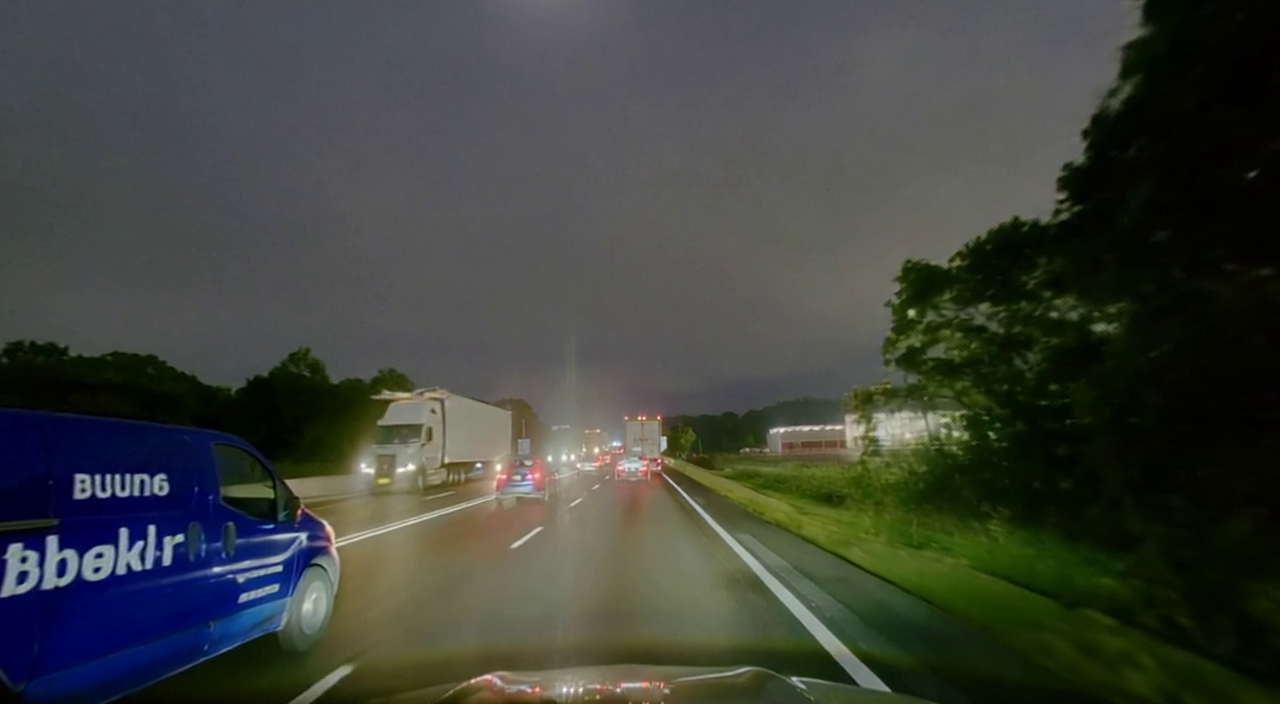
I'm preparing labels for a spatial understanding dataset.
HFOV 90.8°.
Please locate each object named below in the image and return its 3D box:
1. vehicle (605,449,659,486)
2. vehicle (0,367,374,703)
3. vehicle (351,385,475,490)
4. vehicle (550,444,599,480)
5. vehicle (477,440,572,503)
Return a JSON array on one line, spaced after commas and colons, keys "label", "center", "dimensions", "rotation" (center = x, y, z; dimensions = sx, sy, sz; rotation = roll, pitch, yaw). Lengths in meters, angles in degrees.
[{"label": "vehicle", "center": [-0.323, 4.781, 26.500], "dimensions": [2.095, 1.393, 3.908], "rotation": [0, -9, -1]}, {"label": "vehicle", "center": [-3.339, 1.035, 3.064], "dimensions": [2.117, 1.688, 4.582], "rotation": [0, -9, -1]}, {"label": "vehicle", "center": [-9.900, 3.900, 28.483], "dimensions": [3.178, 4.169, 6.323], "rotation": [0, -9, 0]}, {"label": "vehicle", "center": [-3.176, 5.428, 31.441], "dimensions": [1.994, 1.663, 4.047], "rotation": [0, -9, 0]}, {"label": "vehicle", "center": [-3.212, 3.402, 18.382], "dimensions": [1.937, 1.600, 4.141], "rotation": [0, -9, 1]}]
